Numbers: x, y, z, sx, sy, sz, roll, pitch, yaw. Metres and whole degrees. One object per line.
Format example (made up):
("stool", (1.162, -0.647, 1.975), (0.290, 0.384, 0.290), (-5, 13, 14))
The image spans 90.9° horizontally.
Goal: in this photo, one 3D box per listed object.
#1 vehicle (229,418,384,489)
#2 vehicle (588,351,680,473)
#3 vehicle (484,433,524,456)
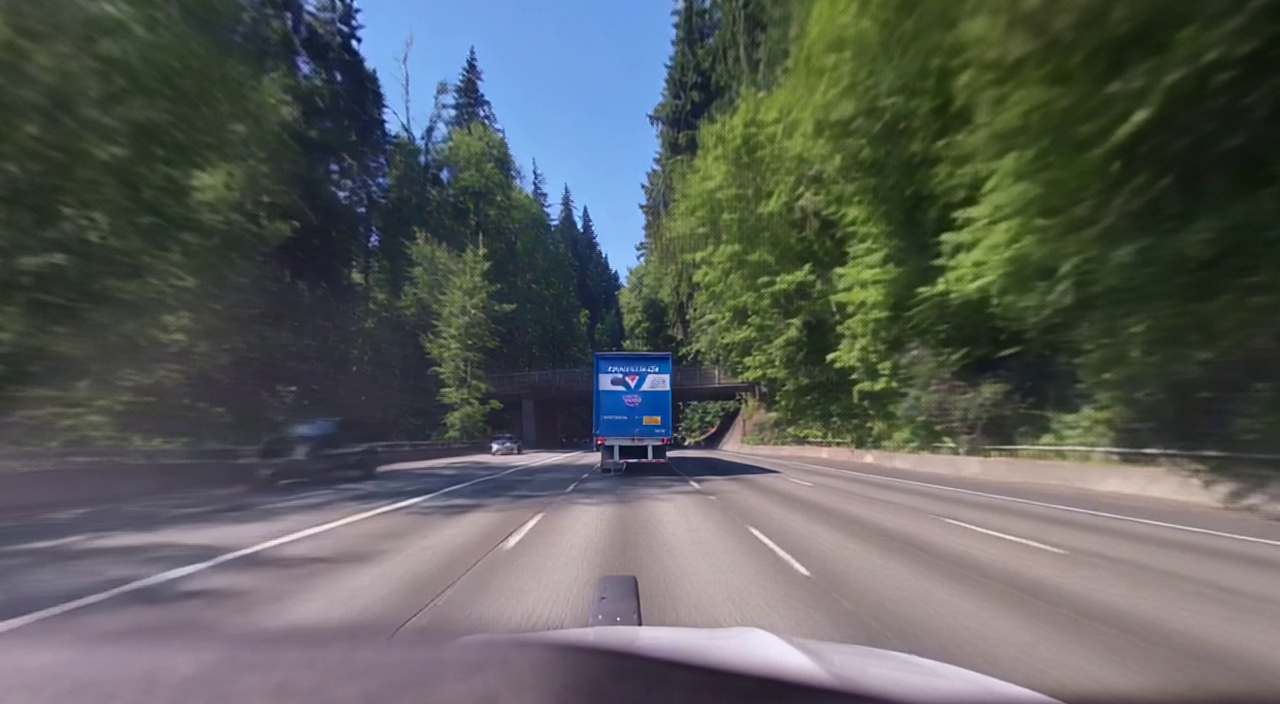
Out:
("vehicle", (-8.847, 2.718, 17.200), (2.043, 1.672, 4.101), (0, -8, -1))
("vehicle", (-0.419, 2.566, 25.139), (2.895, 3.861, 10.213), (0, -8, -3))
("vehicle", (-9.204, 6.301, 42.911), (1.872, 1.461, 3.966), (-1, -8, 0))
